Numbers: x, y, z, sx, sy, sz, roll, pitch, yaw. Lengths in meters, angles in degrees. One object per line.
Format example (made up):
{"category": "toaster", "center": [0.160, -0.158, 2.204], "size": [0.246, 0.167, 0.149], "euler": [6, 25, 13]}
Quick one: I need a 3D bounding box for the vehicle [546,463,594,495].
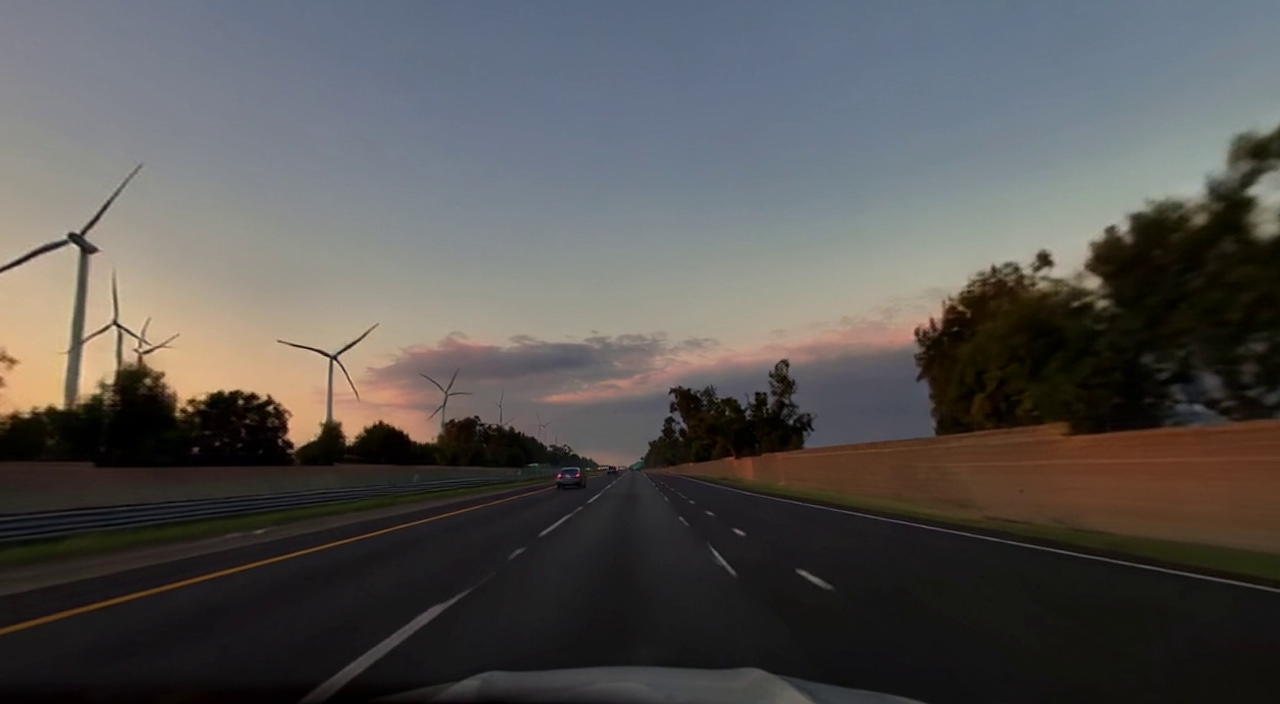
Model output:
{"category": "vehicle", "center": [-3.557, 6.557, 32.605], "size": [2.001, 1.486, 4.104], "euler": [1, -10, 0]}
